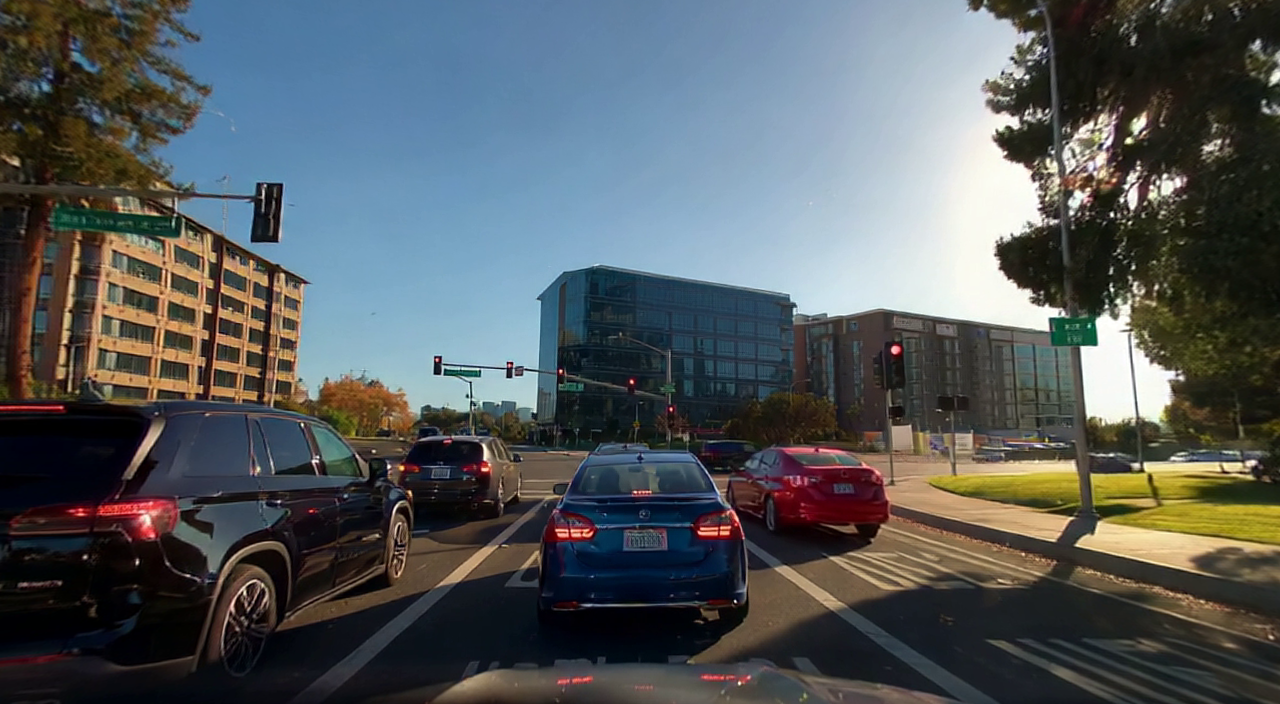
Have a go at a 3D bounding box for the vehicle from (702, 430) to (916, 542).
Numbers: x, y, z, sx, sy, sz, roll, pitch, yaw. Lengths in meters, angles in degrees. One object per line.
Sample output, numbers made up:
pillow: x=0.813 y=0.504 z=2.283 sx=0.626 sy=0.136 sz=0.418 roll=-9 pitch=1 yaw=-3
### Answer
vehicle: x=2.616 y=2.222 z=11.261 sx=2.100 sy=1.524 sz=4.746 roll=1 pitch=-9 yaw=-6

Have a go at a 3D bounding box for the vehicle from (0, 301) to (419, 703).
vehicle: x=-3.143 y=1.010 z=4.143 sx=1.924 sy=1.737 sz=4.387 roll=0 pitch=-9 yaw=-2

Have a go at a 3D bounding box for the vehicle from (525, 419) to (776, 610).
vehicle: x=-0.056 y=1.621 z=7.317 sx=2.001 sy=1.483 sz=4.442 roll=0 pitch=-9 yaw=-4

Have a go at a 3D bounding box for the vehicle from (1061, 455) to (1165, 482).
vehicle: x=29.026 y=7.157 z=38.873 sx=4.737 sy=1.572 sz=2.026 roll=0 pitch=-8 yaw=0

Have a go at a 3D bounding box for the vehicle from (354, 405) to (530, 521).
vehicle: x=-3.878 y=2.317 z=13.706 sx=2.305 sy=1.984 sz=5.586 roll=0 pitch=-8 yaw=-3
